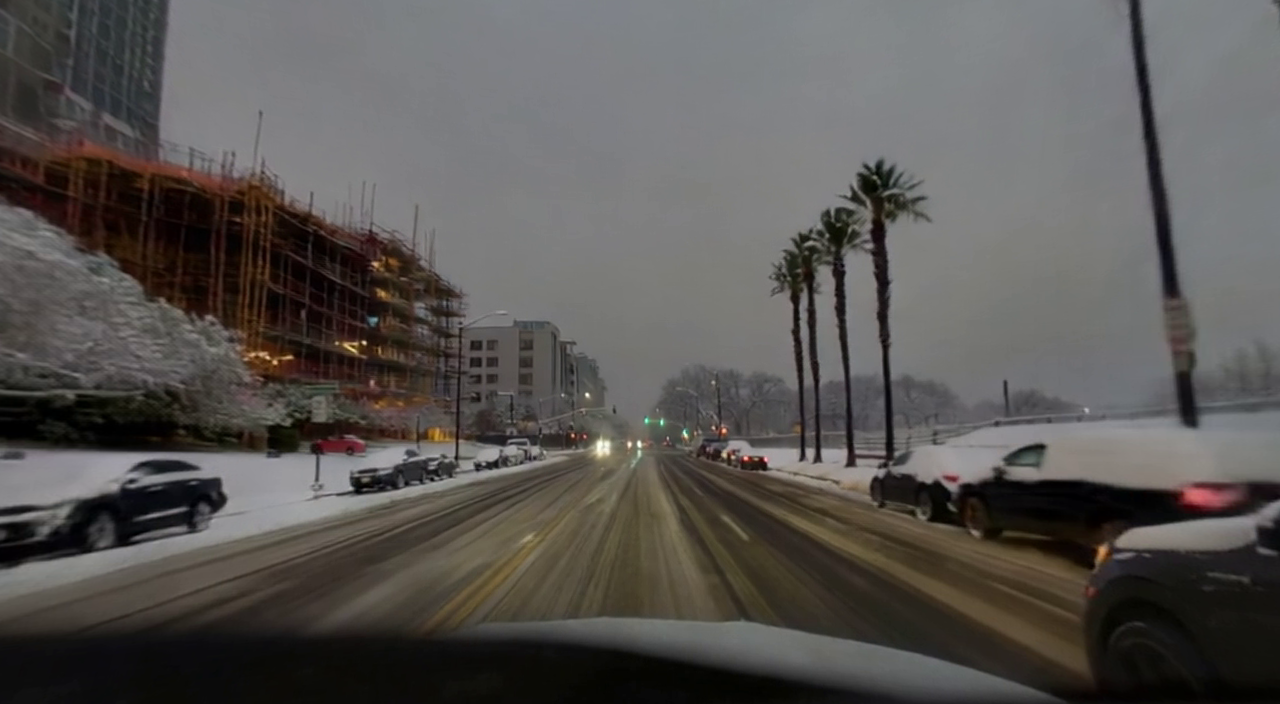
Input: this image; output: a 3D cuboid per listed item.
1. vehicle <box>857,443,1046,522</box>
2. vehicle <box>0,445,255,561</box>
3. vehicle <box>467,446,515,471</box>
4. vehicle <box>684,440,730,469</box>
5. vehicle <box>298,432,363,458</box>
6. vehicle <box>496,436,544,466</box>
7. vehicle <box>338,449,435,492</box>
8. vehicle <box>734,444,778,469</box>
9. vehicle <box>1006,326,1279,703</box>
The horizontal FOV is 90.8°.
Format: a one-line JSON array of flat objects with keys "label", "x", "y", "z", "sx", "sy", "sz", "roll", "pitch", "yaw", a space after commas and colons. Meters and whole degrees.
[{"label": "vehicle", "x": 6.626, "y": 2.790, "z": 14.076, "sx": 2.034, "sy": 1.463, "sz": 4.044, "roll": 0, "pitch": -8, "yaw": -2}, {"label": "vehicle", "x": -9.682, "y": 2.567, "z": 11.687, "sx": 1.951, "sy": 1.644, "sz": 4.987, "roll": 0, "pitch": -8, "yaw": 0}, {"label": "vehicle", "x": -9.458, "y": 6.780, "z": 40.444, "sx": 1.804, "sy": 1.478, "sz": 4.734, "roll": -1, "pitch": -8, "yaw": 1}, {"label": "vehicle", "x": 3.569, "y": 5.551, "z": 34.368, "sx": 1.999, "sy": 1.487, "sz": 3.939, "roll": 0, "pitch": -8, "yaw": -1}, {"label": "vehicle", "x": -19.652, "y": 5.892, "z": 40.088, "sx": 3.575, "sy": 1.571, "sz": 1.912, "roll": -5, "pitch": -9, "yaw": 27}, {"label": "vehicle", "x": -9.364, "y": 7.902, "z": 49.838, "sx": 2.294, "sy": 1.948, "sz": 6.025, "roll": -7, "pitch": -10, "yaw": 1}, {"label": "vehicle", "x": -9.530, "y": 4.467, "z": 24.171, "sx": 1.826, "sy": 1.445, "sz": 4.325, "roll": -1, "pitch": -8, "yaw": 1}, {"label": "vehicle", "x": 6.914, "y": 6.267, "z": 38.136, "sx": 1.819, "sy": 1.435, "sz": 4.337, "roll": 0, "pitch": -8, "yaw": 0}, {"label": "vehicle", "x": 3.104, "y": 0.656, "z": 1.392, "sx": 1.953, "sy": 1.687, "sz": 4.344, "roll": 0, "pitch": -8, "yaw": 0}]
